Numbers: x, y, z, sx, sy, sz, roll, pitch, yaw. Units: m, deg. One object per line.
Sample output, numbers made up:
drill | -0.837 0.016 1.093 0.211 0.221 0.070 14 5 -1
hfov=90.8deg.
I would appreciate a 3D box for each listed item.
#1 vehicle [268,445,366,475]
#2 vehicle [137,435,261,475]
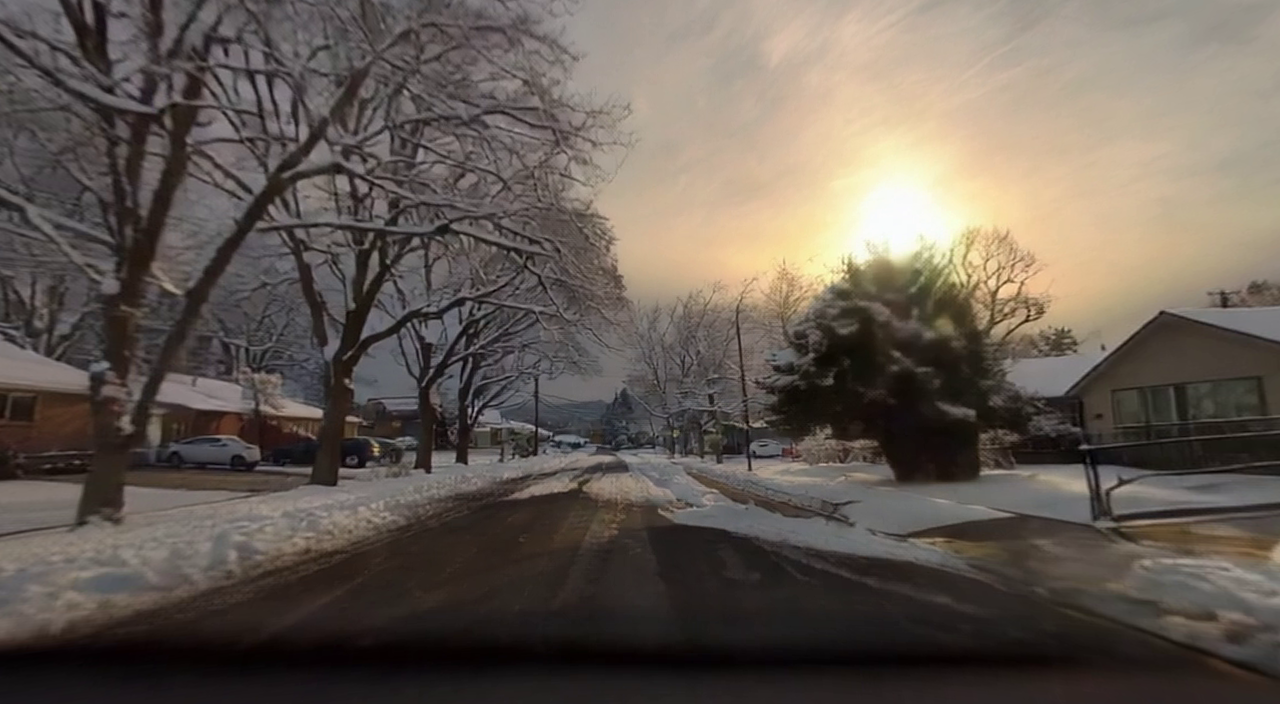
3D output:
vehicle | -17.952 6.016 35.284 4.307 1.508 2.072 -1 -9 -2
vehicle | -21.228 4.977 30.593 4.359 1.789 2.123 0 -9 -3
